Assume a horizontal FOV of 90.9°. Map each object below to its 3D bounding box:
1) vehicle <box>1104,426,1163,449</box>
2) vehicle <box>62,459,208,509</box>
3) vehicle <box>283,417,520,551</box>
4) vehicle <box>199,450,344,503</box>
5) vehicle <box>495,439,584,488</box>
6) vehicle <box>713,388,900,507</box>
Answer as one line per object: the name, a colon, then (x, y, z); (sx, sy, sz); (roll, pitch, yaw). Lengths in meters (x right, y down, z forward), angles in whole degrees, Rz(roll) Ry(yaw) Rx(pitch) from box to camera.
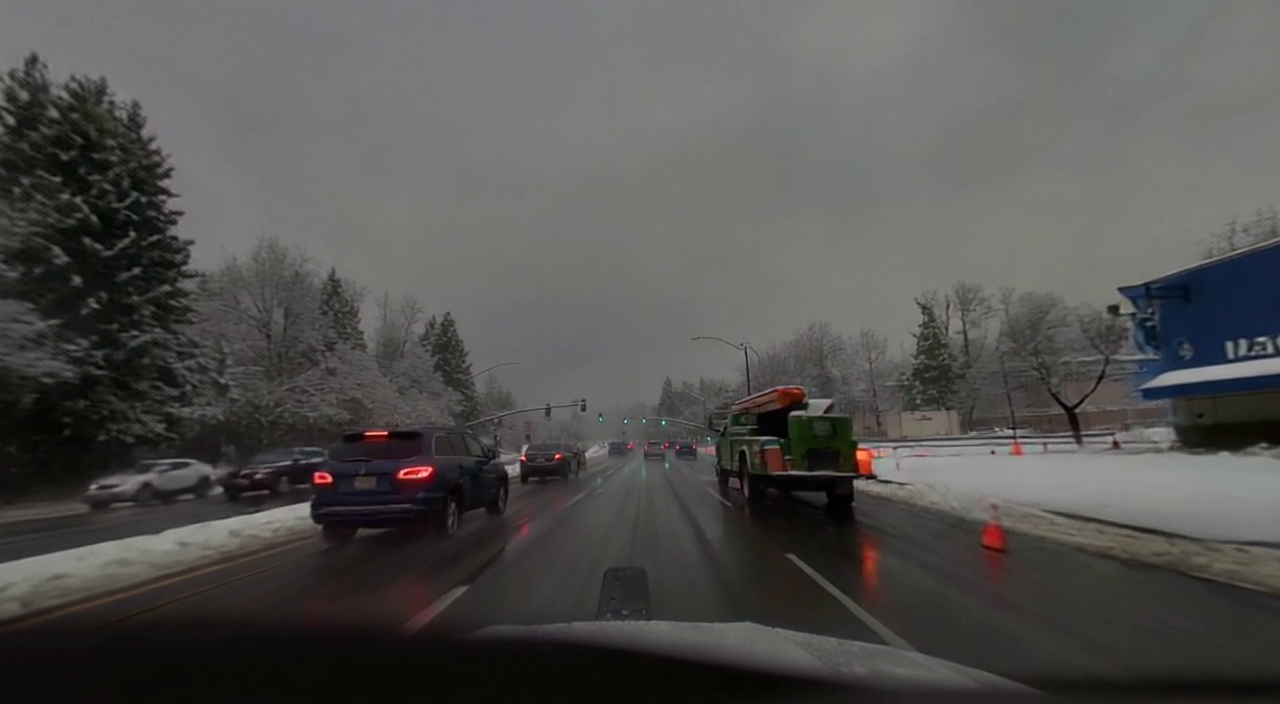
vehicle: (36.098, 6.281, 46.227); (1.999, 1.564, 3.899); (-2, -9, 16)
vehicle: (-19.641, 5.109, 24.847); (1.874, 1.671, 4.568); (0, -8, 1)
vehicle: (-3.458, 2.000, 10.263); (2.038, 1.682, 4.399); (0, -8, 1)
vehicle: (-12.036, 4.057, 21.039); (1.910, 1.509, 4.722); (0, -8, 1)
vehicle: (-3.303, 3.777, 21.756); (2.107, 1.482, 4.674); (0, -8, 2)
vehicle: (3.915, 2.570, 17.125); (2.760, 2.465, 7.936); (0, -8, -1)
